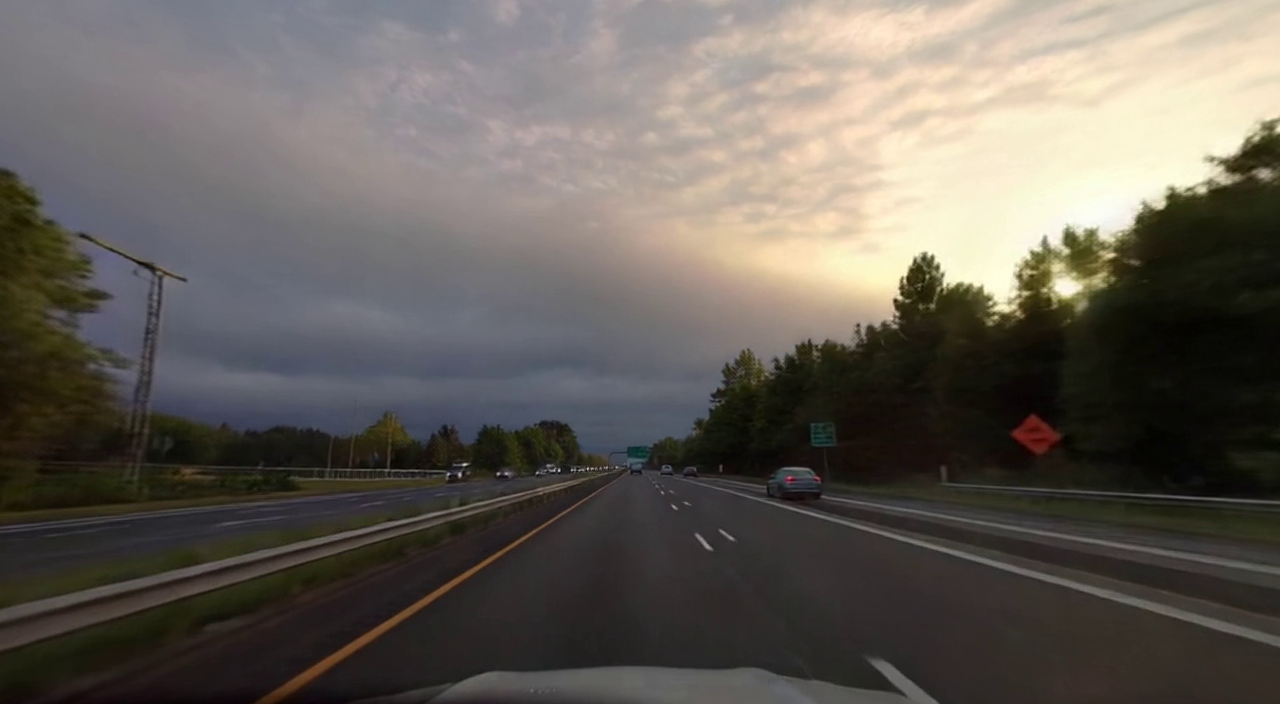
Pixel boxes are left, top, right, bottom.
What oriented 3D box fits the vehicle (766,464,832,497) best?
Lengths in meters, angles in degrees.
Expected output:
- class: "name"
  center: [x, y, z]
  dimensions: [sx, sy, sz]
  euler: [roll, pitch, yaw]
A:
- class: "vehicle"
  center: [7.730, 6.303, 31.092]
  dimensions: [2.024, 1.476, 4.352]
  euler: [1, -10, -1]
